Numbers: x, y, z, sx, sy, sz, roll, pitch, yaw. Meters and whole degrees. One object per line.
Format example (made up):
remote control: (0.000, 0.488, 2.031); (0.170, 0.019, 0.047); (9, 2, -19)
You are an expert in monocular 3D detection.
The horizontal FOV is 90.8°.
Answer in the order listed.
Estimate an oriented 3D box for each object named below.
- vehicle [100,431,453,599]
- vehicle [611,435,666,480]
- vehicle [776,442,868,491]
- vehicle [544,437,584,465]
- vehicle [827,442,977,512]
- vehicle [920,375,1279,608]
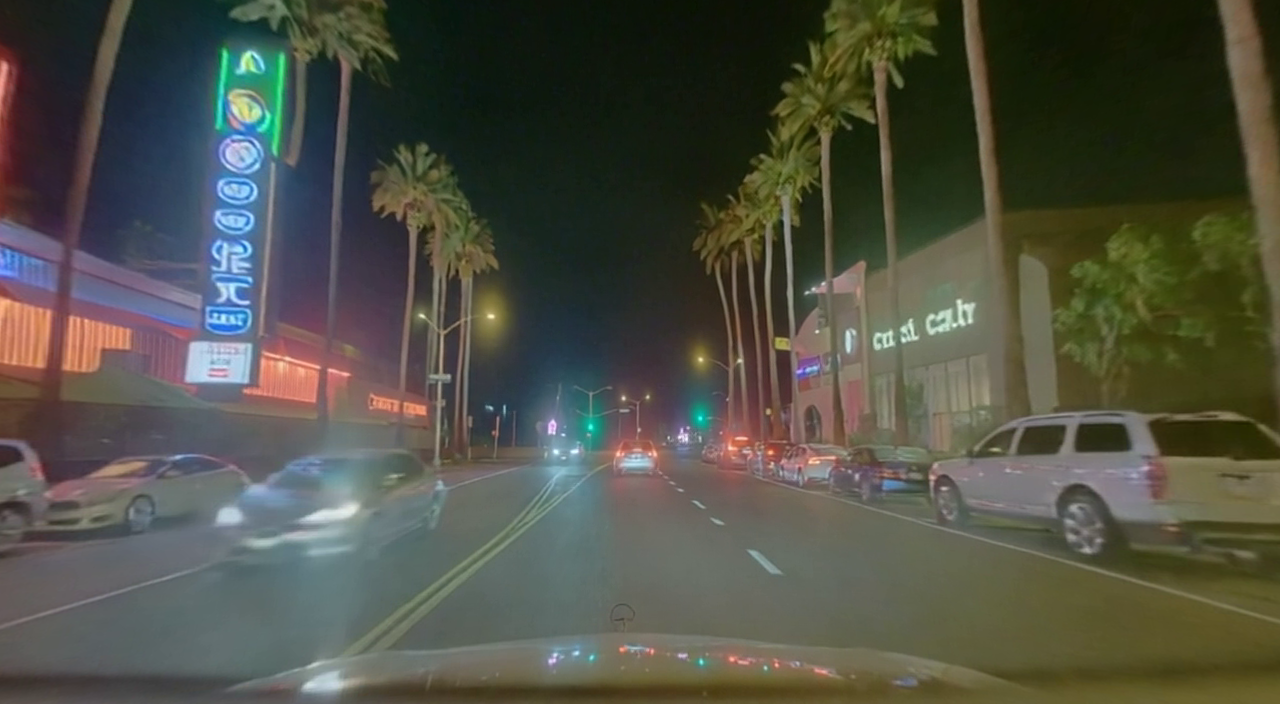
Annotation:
vehicle: (-3.877, 1.767, 7.833); (1.916, 1.453, 4.315); (0, -8, -2)
vehicle: (-0.079, 4.346, 26.269); (2.063, 1.664, 4.471); (0, -8, -1)
vehicle: (6.192, 3.919, 22.027); (1.885, 1.506, 4.302); (0, -8, 0)
vehicle: (-5.160, 6.832, 43.600); (2.188, 1.797, 4.358); (0, -8, 1)
vehicle: (6.317, 3.029, 15.887); (1.810, 1.472, 4.422); (0, -8, -1)
vehicle: (6.325, 1.668, 8.641); (2.257, 2.074, 5.857); (0, -8, 0)
